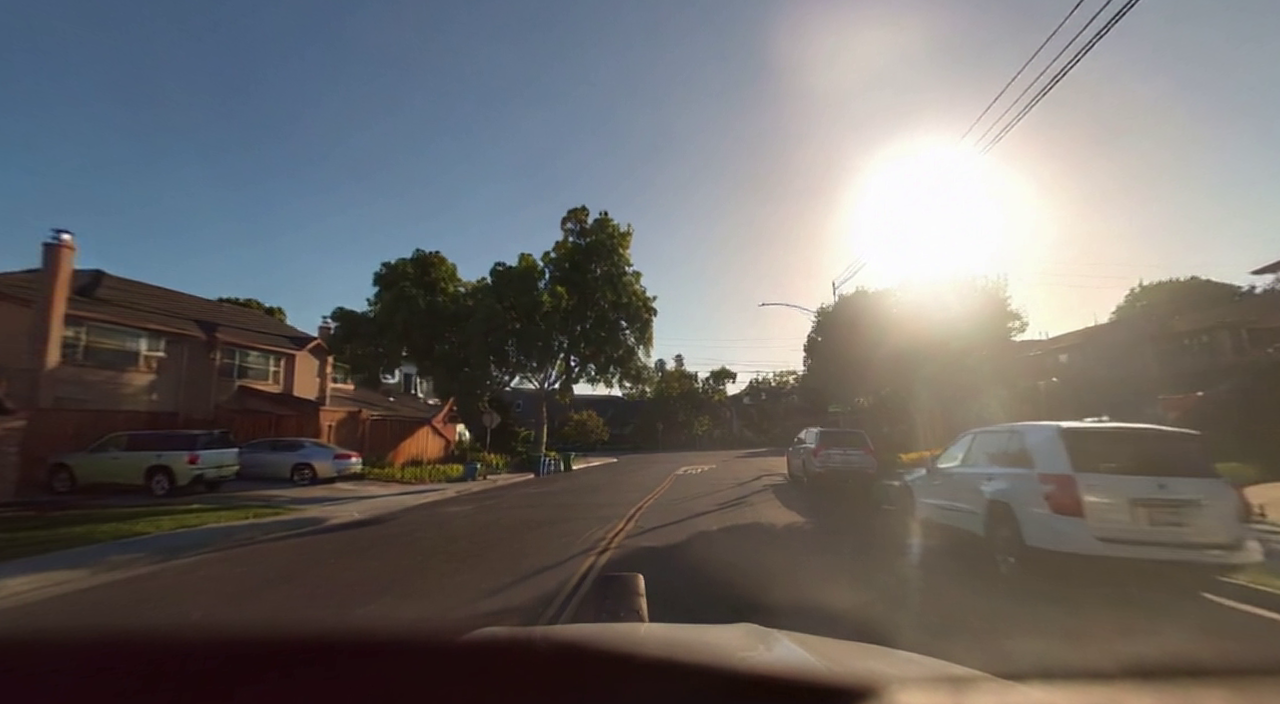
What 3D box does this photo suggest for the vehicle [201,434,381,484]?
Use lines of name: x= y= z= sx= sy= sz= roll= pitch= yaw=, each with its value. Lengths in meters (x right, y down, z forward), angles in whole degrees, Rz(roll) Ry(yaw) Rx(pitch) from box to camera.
vehicle: x=-10.662 y=3.290 z=19.506 sx=4.455 sy=1.419 sz=2.017 roll=-1 pitch=-9 yaw=7

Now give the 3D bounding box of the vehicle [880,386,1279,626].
vehicle: x=4.515 y=1.513 z=7.213 sx=2.194 sy=1.786 sz=4.704 roll=-1 pitch=-9 yaw=7

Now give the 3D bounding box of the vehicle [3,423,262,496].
vehicle: x=-12.091 y=2.572 z=15.264 sx=4.635 sy=1.594 sz=2.132 roll=-1 pitch=-9 yaw=8

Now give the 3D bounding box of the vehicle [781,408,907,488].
vehicle: x=6.176 y=3.048 z=20.138 sx=2.735 sy=2.117 sz=6.103 roll=-1 pitch=-9 yaw=8
